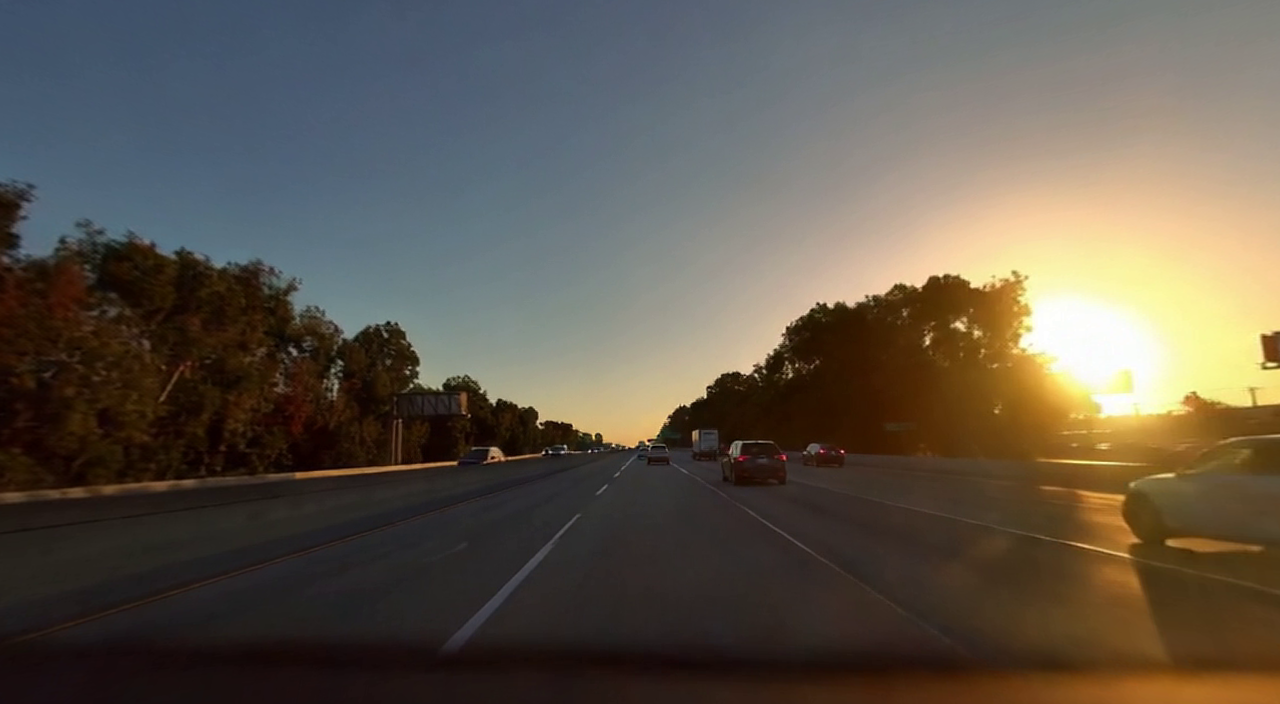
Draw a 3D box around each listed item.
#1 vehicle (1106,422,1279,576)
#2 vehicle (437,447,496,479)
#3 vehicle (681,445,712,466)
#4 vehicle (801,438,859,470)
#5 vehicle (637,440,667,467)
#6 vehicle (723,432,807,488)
[{"bbox_3d":[7.431,1.517,6.583,1.807,1.558,4.352,0,-8,0],"label":"vehicle"},{"bbox_3d":[-9.977,6.386,36.659,2.065,1.709,4.466,-1,-8,1],"label":"vehicle"},{"bbox_3d":[4.192,7.771,47.571,1.902,1.532,4.181,0,-8,-1],"label":"vehicle"},{"bbox_3d":[11.360,6.123,38.127,2.028,1.801,4.503,0,-8,-1],"label":"vehicle"},{"bbox_3d":[0.854,7.509,46.885,2.145,1.832,4.004,0,-8,0],"label":"vehicle"},{"bbox_3d":[4.513,3.971,23.515,2.075,1.845,4.667,0,-8,-1],"label":"vehicle"}]
